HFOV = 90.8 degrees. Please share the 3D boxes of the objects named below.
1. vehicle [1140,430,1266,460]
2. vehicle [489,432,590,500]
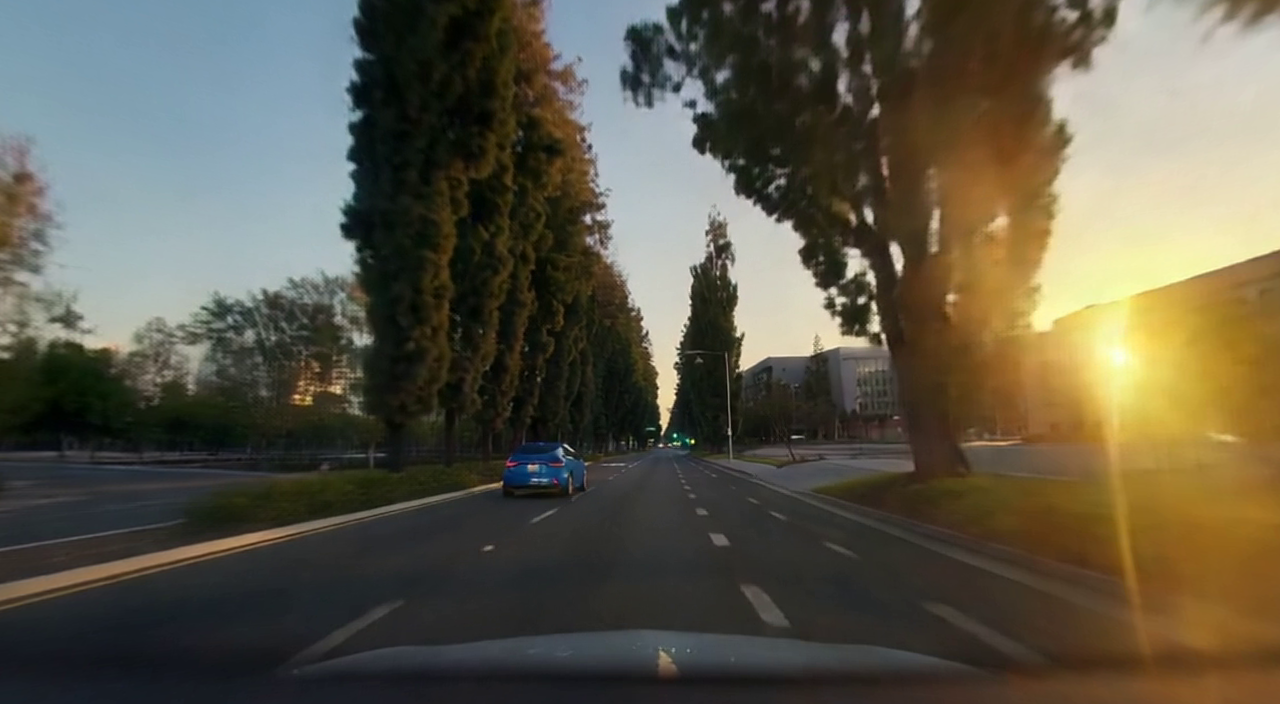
[{"bbox_3d":[32.590,5.388,36.683,5.239,1.663,1.977,0,-9,1],"label":"vehicle"},{"bbox_3d":[-2.761,3.277,18.506,2.121,1.724,4.392,0,-9,2],"label":"vehicle"}]
